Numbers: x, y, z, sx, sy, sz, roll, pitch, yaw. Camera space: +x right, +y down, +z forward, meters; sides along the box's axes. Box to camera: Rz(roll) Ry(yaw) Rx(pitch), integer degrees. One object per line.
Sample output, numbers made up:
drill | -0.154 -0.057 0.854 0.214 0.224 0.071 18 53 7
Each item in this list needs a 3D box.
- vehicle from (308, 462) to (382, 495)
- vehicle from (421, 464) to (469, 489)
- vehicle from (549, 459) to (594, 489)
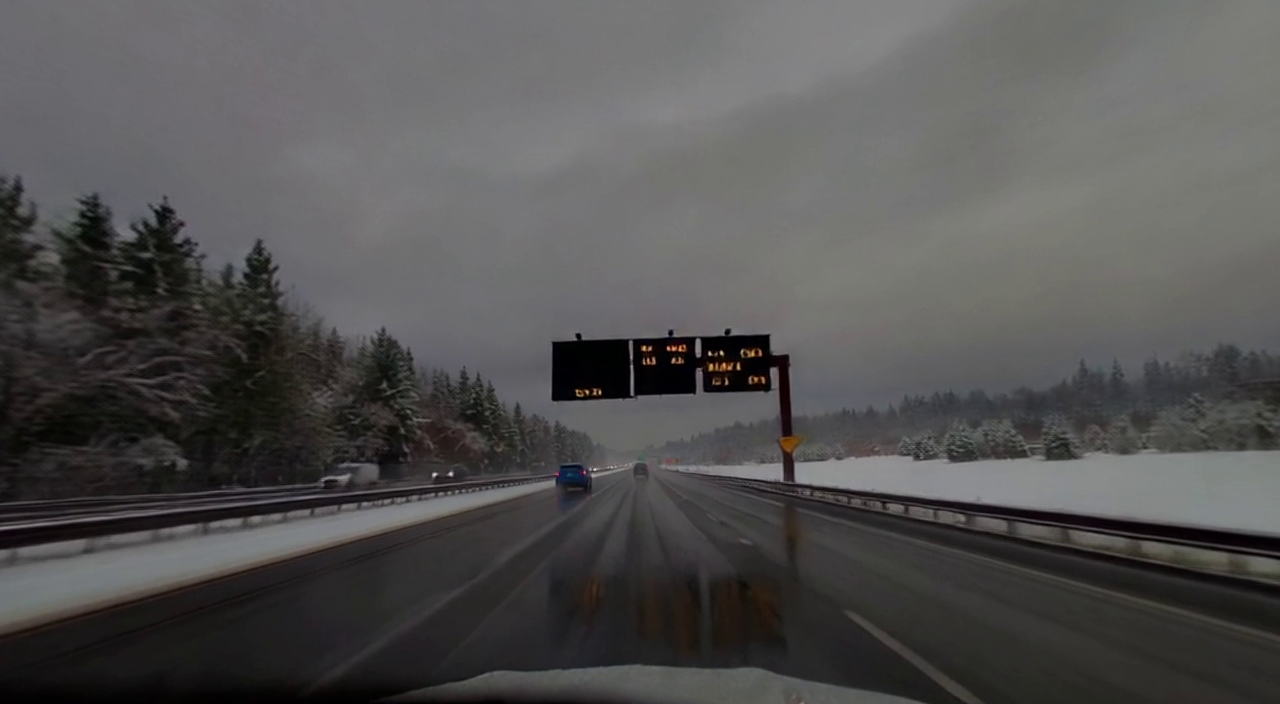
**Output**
vehicle | -17.466 7.512 37.585 1.931 1.758 4.915 0 -10 1
vehicle | -13.961 8.912 45.337 2.021 1.674 4.329 1 -10 0
vehicle | -3.866 7.011 36.365 2.081 1.586 4.245 0 -10 1
